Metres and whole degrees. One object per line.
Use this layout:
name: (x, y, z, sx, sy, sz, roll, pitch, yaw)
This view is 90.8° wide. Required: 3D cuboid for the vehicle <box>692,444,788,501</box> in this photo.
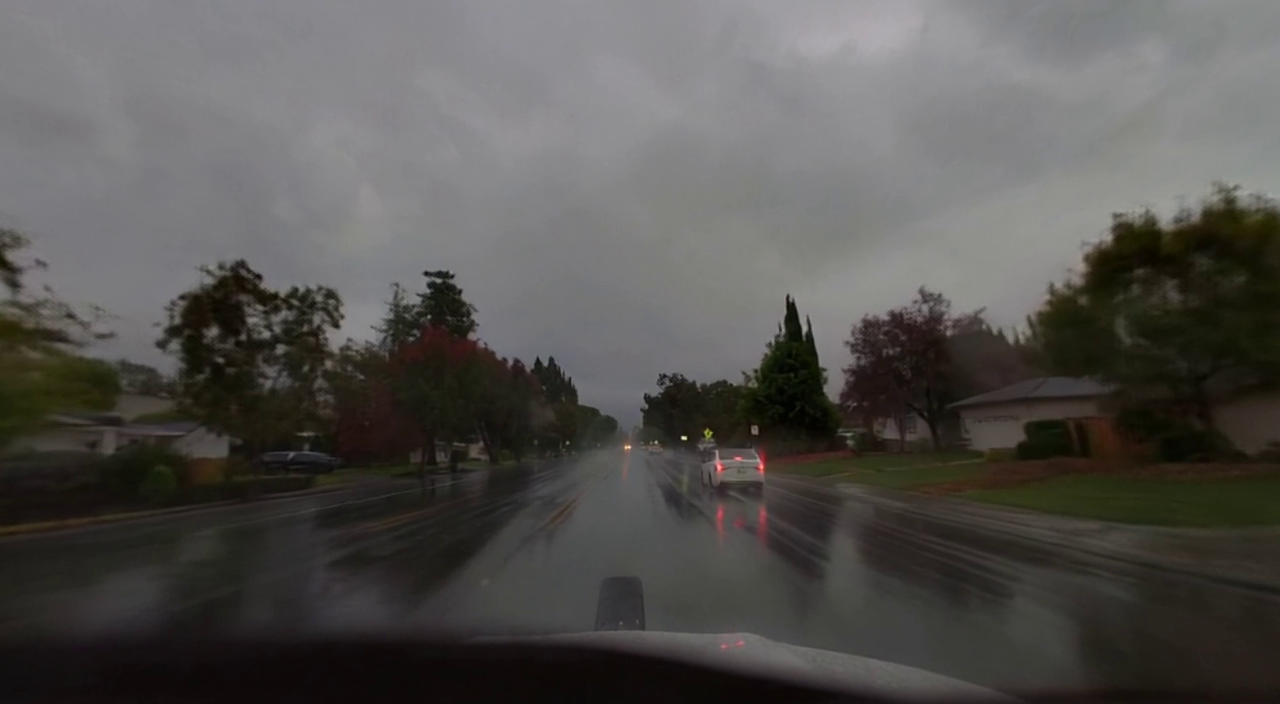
vehicle: (2.825, 3.504, 18.896, 2.057, 1.493, 4.225, 0, -8, -2)
